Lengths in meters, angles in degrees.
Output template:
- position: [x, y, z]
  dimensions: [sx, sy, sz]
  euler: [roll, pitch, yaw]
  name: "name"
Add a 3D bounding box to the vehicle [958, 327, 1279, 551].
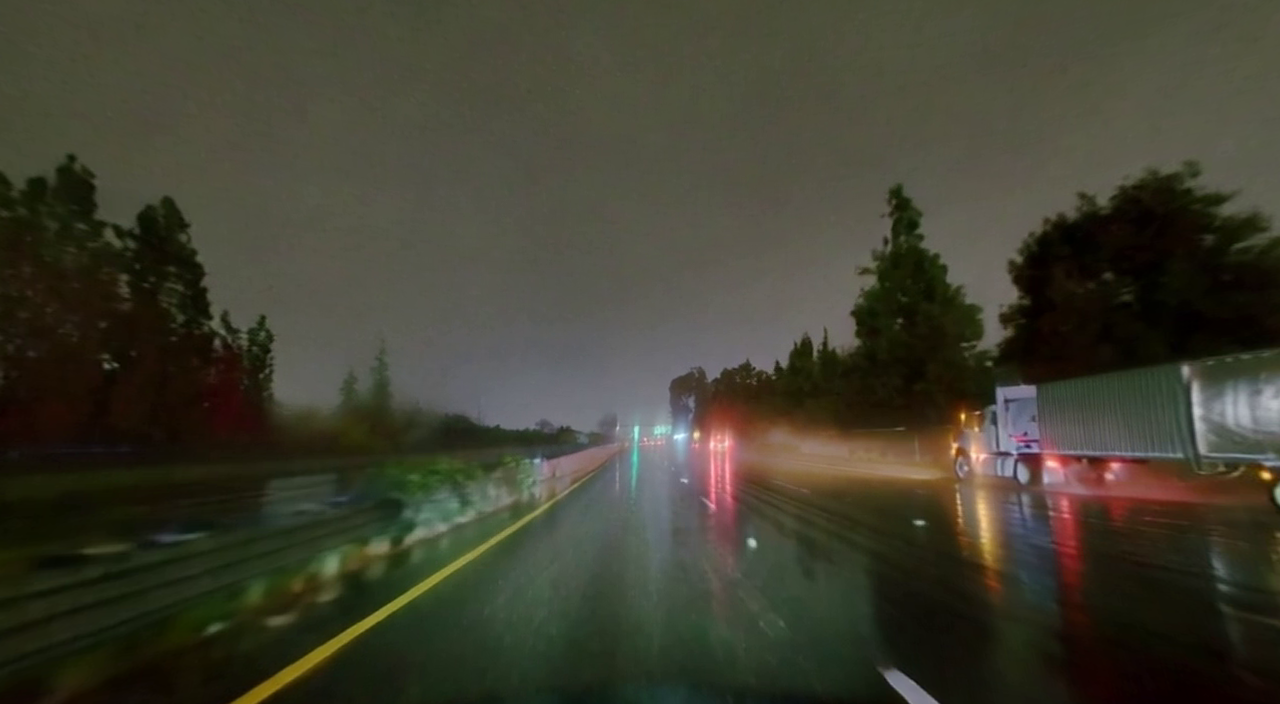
- position: [10.742, 1.774, 12.682]
  dimensions: [2.960, 3.207, 10.950]
  euler: [0, -8, 0]
  name: "vehicle"
